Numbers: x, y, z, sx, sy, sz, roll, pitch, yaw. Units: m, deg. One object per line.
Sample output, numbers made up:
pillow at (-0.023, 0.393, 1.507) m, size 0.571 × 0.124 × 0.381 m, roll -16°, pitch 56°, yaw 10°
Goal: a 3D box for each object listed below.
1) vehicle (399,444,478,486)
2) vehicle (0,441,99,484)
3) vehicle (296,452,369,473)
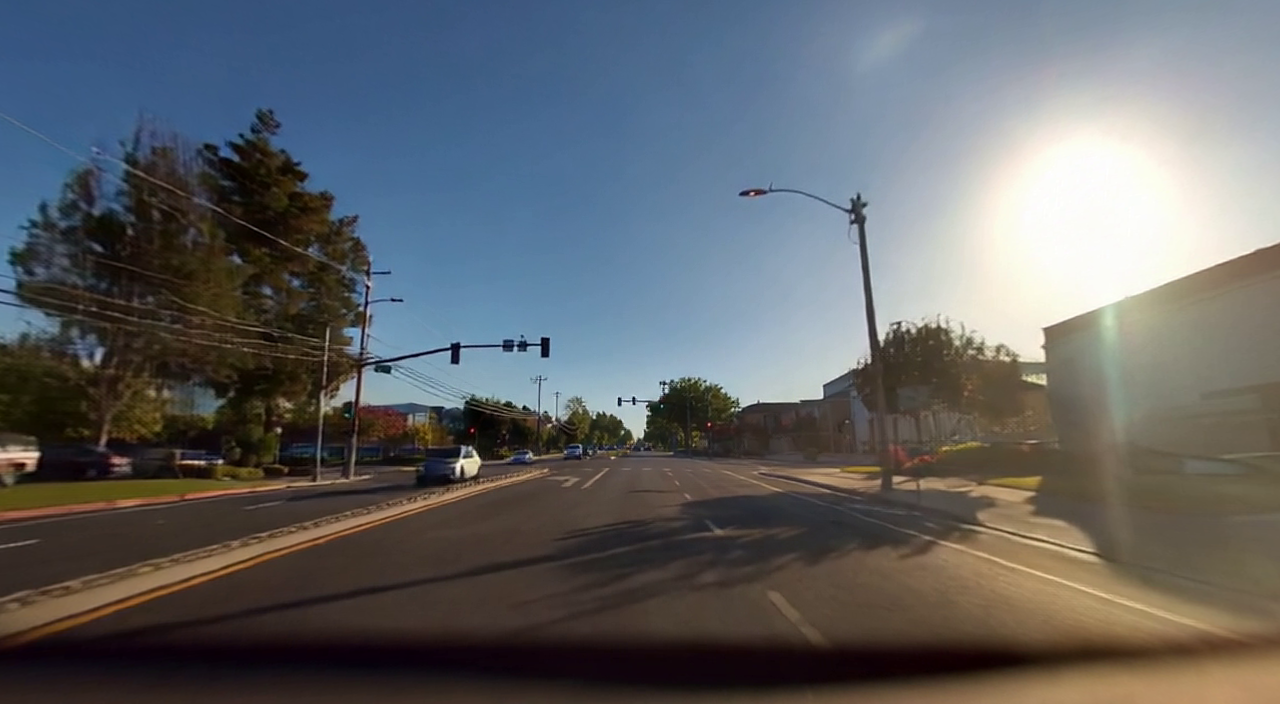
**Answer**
vehicle at (-8.723, 4.897, 27.665) m, size 1.986 × 1.665 × 4.284 m, roll 0°, pitch -9°, yaw 1°
vehicle at (-23.500, 4.172, 23.926) m, size 4.116 × 1.548 × 1.923 m, roll 0°, pitch -9°, yaw 1°
vehicle at (-22.708, 8.151, 46.490) m, size 5.038 × 1.435 × 2.074 m, roll -4°, pitch -10°, yaw 26°
